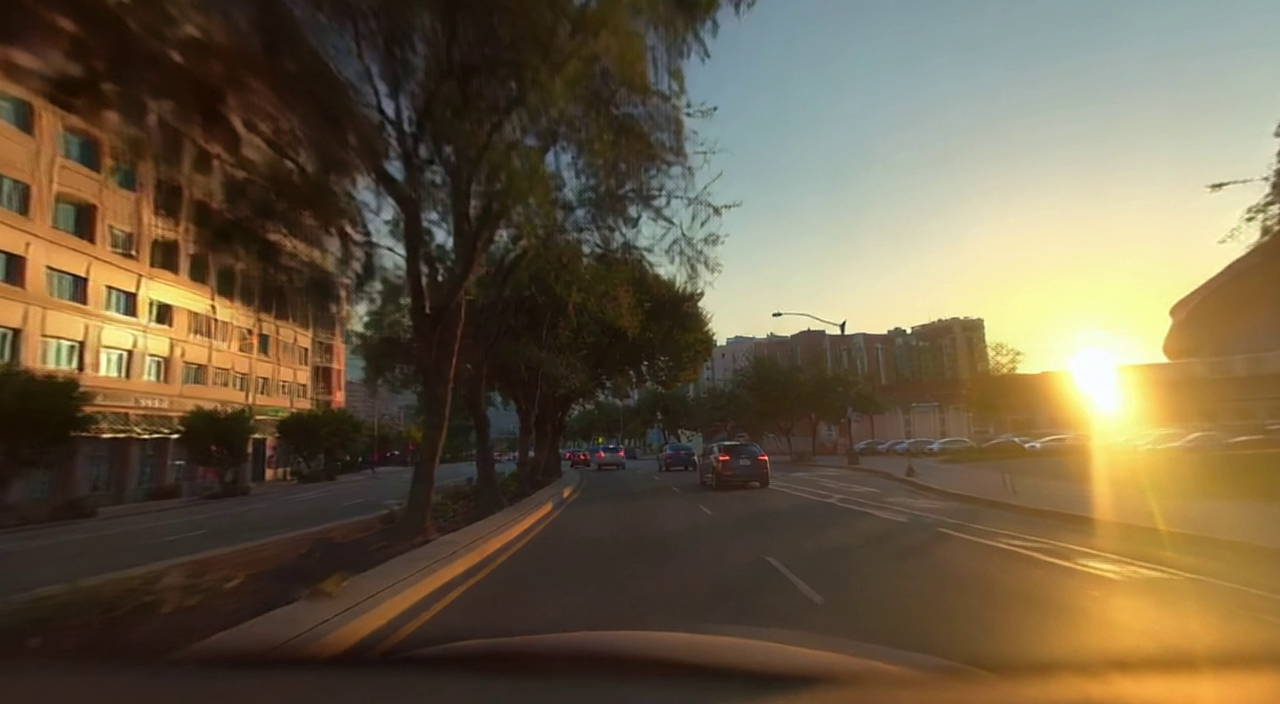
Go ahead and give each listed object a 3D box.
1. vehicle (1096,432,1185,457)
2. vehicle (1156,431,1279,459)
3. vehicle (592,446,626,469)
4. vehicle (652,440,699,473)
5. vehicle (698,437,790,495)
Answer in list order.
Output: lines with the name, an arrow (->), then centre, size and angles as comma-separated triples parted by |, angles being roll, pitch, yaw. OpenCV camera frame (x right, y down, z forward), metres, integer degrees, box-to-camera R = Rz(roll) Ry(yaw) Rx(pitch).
vehicle -> 32.409, 5.980, 40.999 | 4.032, 1.560, 2.059 | 0, -9, -1
vehicle -> 32.285, 5.216, 35.415 | 4.860, 1.461, 2.041 | 0, -8, 0
vehicle -> -2.240, 7.368, 44.344 | 2.068, 1.512, 3.987 | 1, -9, -8
vehicle -> 1.995, 5.993, 36.574 | 2.046, 1.768, 4.370 | 1, -9, -5
vehicle -> 3.112, 3.494, 19.790 | 1.966, 1.596, 3.980 | 0, -9, -4
